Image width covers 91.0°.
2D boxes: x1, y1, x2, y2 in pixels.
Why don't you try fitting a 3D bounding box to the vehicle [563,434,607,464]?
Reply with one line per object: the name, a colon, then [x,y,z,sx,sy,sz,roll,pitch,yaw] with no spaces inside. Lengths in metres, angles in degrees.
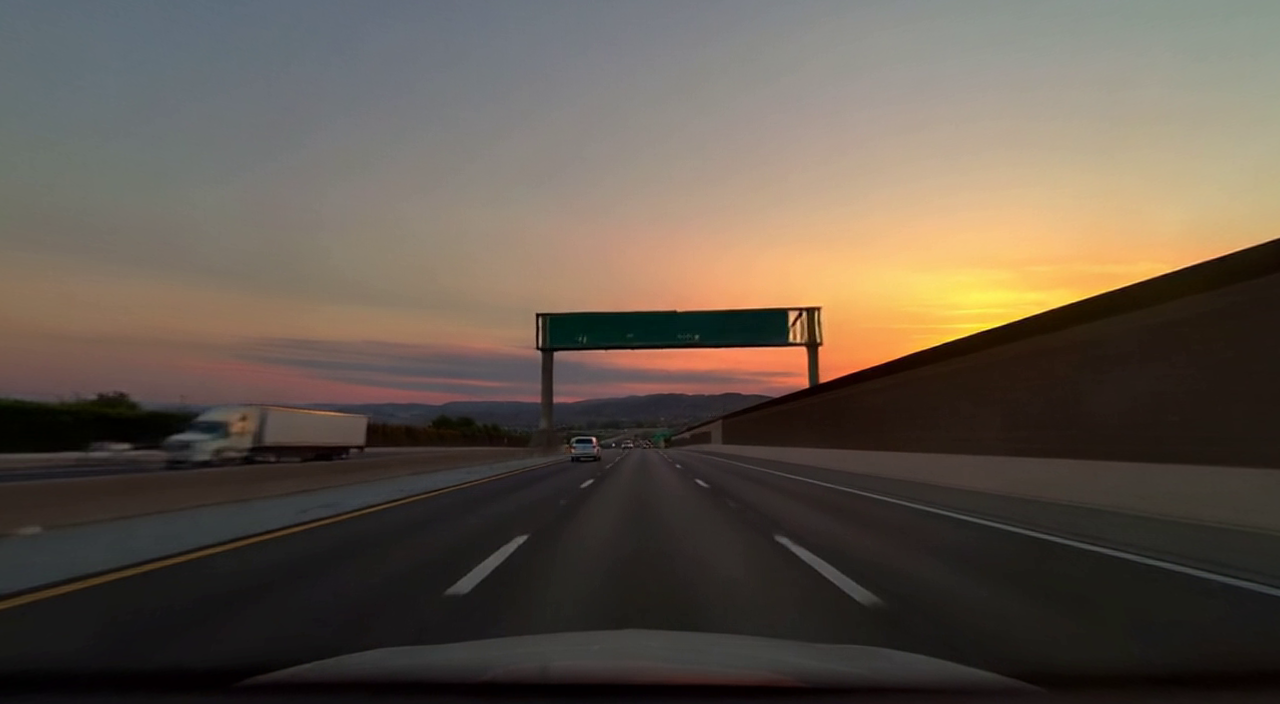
vehicle: [-3.199,5.804,37.794,2.189,1.707,4.692,0,-8,0]
